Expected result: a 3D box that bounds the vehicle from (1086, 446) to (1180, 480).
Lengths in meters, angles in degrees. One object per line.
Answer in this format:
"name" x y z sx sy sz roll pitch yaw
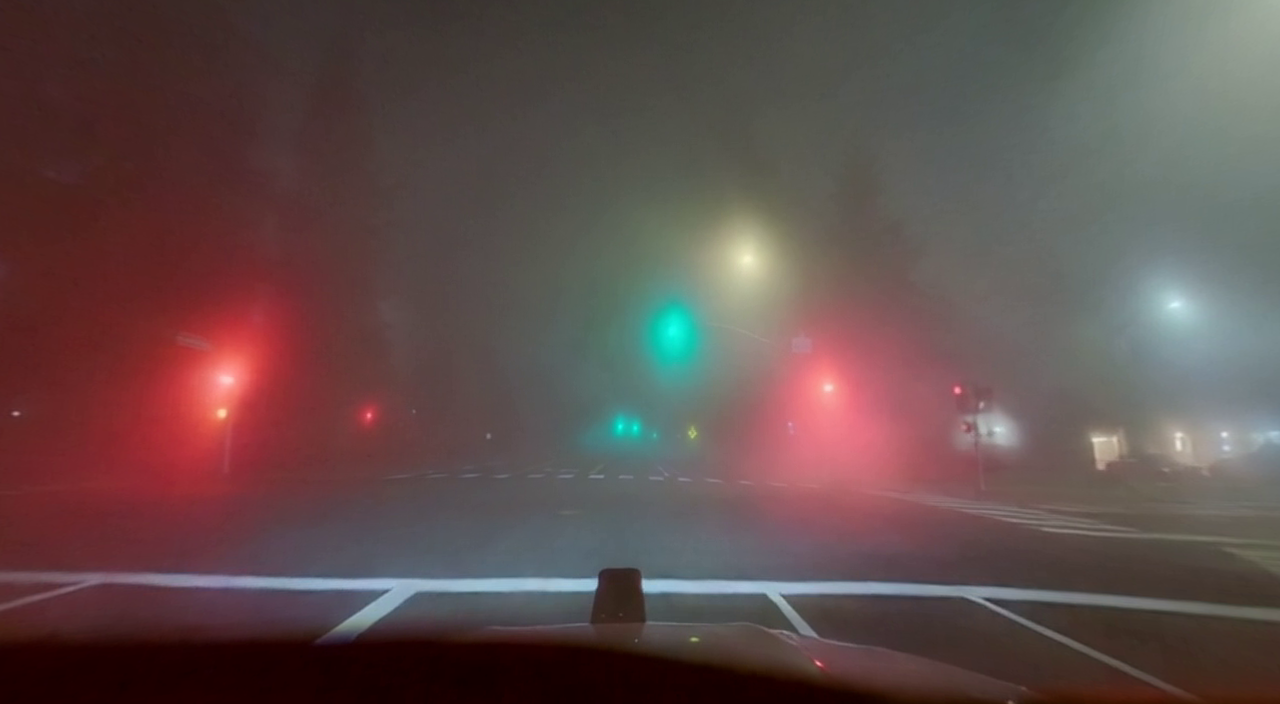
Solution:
"vehicle" 27.087 6.103 34.778 3.878 1.462 1.783 5 -7 -5
